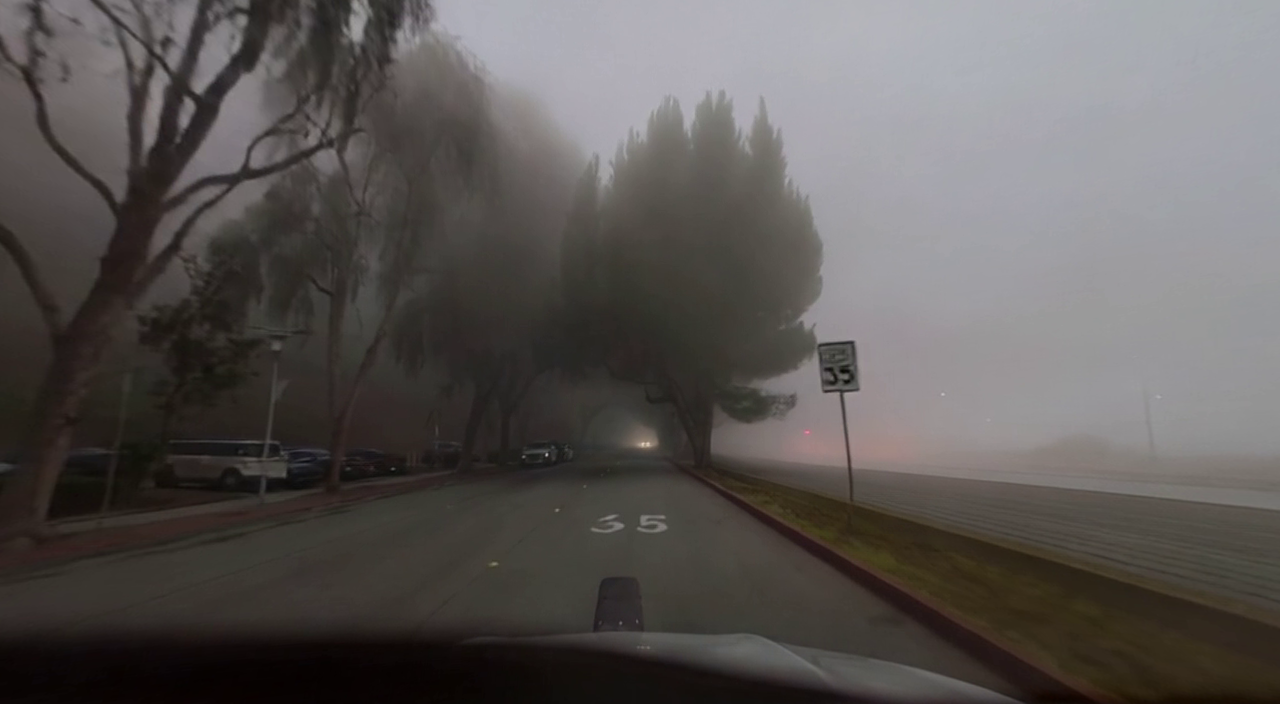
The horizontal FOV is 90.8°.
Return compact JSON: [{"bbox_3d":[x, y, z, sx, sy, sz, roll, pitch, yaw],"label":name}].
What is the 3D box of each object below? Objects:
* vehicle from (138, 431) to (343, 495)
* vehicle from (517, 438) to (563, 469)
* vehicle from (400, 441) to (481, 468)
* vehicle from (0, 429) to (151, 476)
[{"bbox_3d":[-13.438,3.764,21.565,5.428,1.908,2.196,1,-9,0],"label":"vehicle"},{"bbox_3d":[-6.489,6.647,41.718,2.109,1.847,5.553,0,-8,0],"label":"vehicle"},{"bbox_3d":[-13.962,7.176,44.511,4.991,1.692,1.960,2,-8,-2],"label":"vehicle"},{"bbox_3d":[-26.072,4.559,28.894,5.348,1.967,2.358,1,-8,-1],"label":"vehicle"}]
